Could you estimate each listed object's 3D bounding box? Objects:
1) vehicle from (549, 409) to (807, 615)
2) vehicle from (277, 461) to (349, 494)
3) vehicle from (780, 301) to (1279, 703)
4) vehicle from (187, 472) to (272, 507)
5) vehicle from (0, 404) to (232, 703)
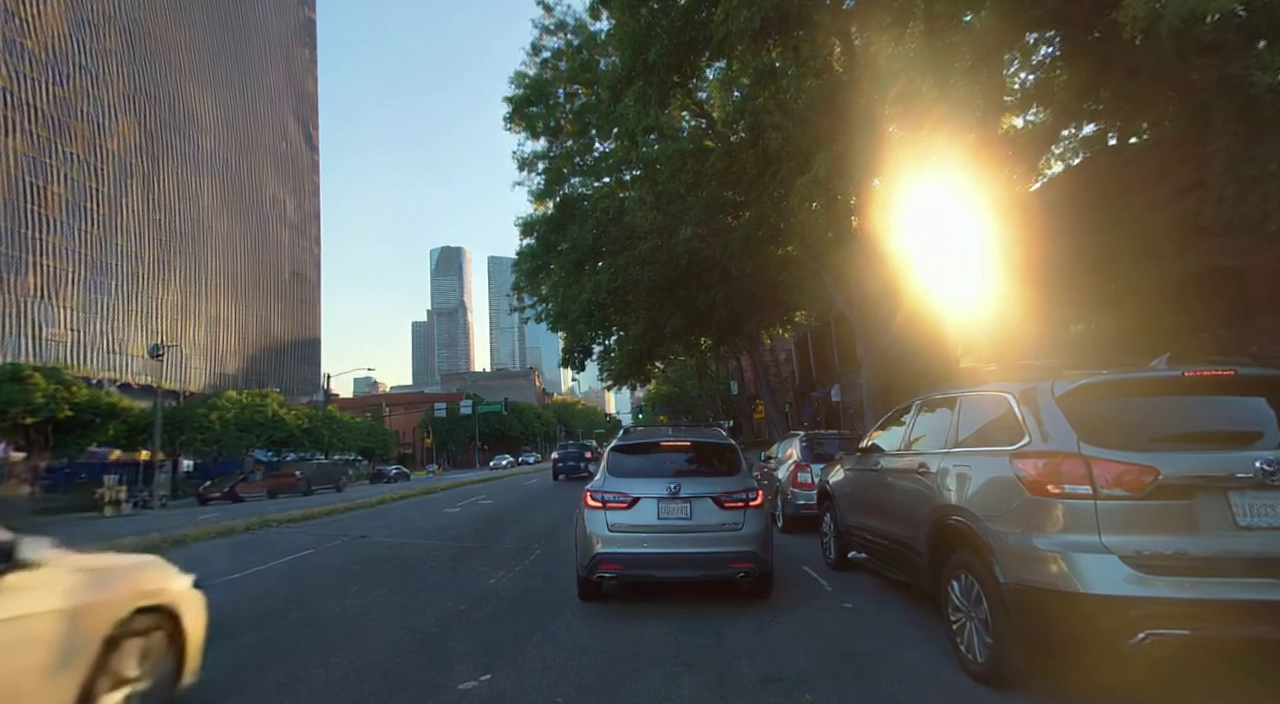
[{"bbox_3d":[0.238,1.539,6.866,2.045,1.608,3.573,0,-9,-2],"label":"vehicle"},{"bbox_3d":[-19.371,7.430,37.601,2.068,1.729,4.135,0,-9,0],"label":"vehicle"},{"bbox_3d":[2.746,1.066,4.917,2.117,1.855,4.794,0,-9,-1],"label":"vehicle"},{"bbox_3d":[-22.643,7.572,35.007,1.854,1.419,4.318,-7,-8,0],"label":"vehicle"},{"bbox_3d":[-3.072,0.715,0.687,2.088,1.483,4.708,0,-9,0],"label":"vehicle"}]
